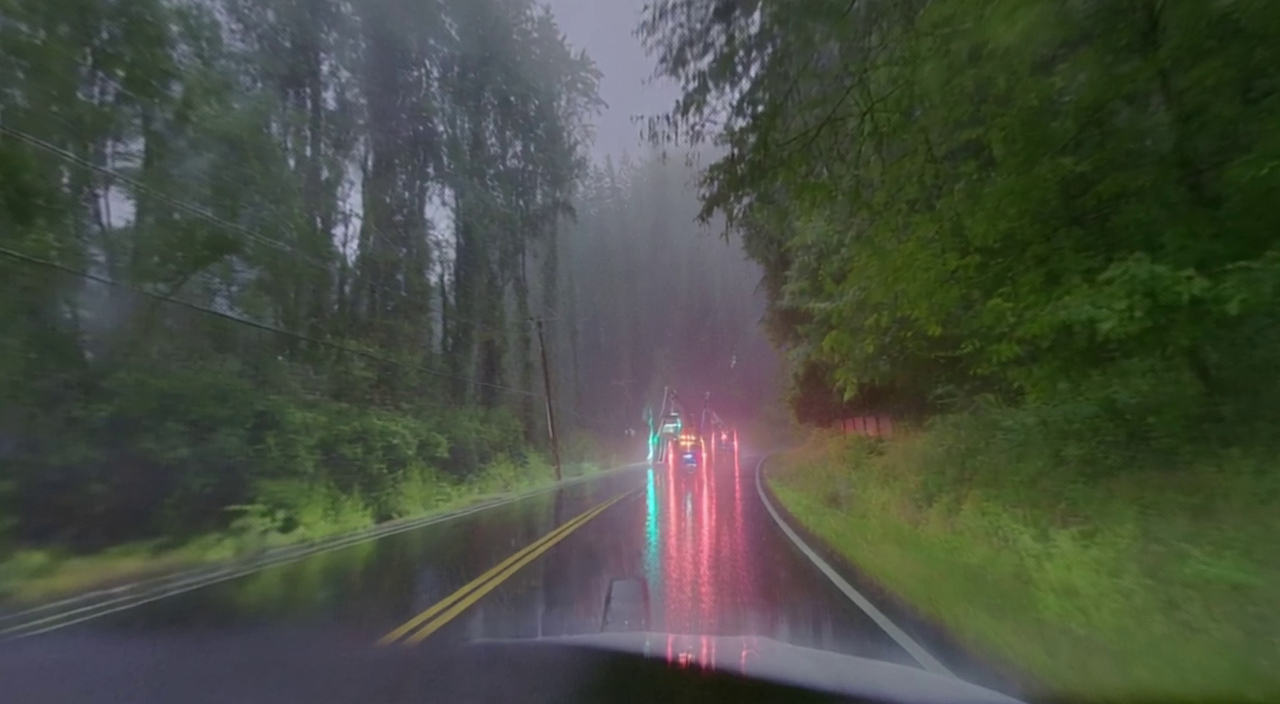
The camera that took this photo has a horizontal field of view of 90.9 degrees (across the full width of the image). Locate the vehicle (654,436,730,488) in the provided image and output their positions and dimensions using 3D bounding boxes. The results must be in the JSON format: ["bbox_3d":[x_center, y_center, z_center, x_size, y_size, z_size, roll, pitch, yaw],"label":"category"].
[{"bbox_3d":[1.780,3.511,20.498,2.196,1.465,4.294,-1,-8,7],"label":"vehicle"}]
